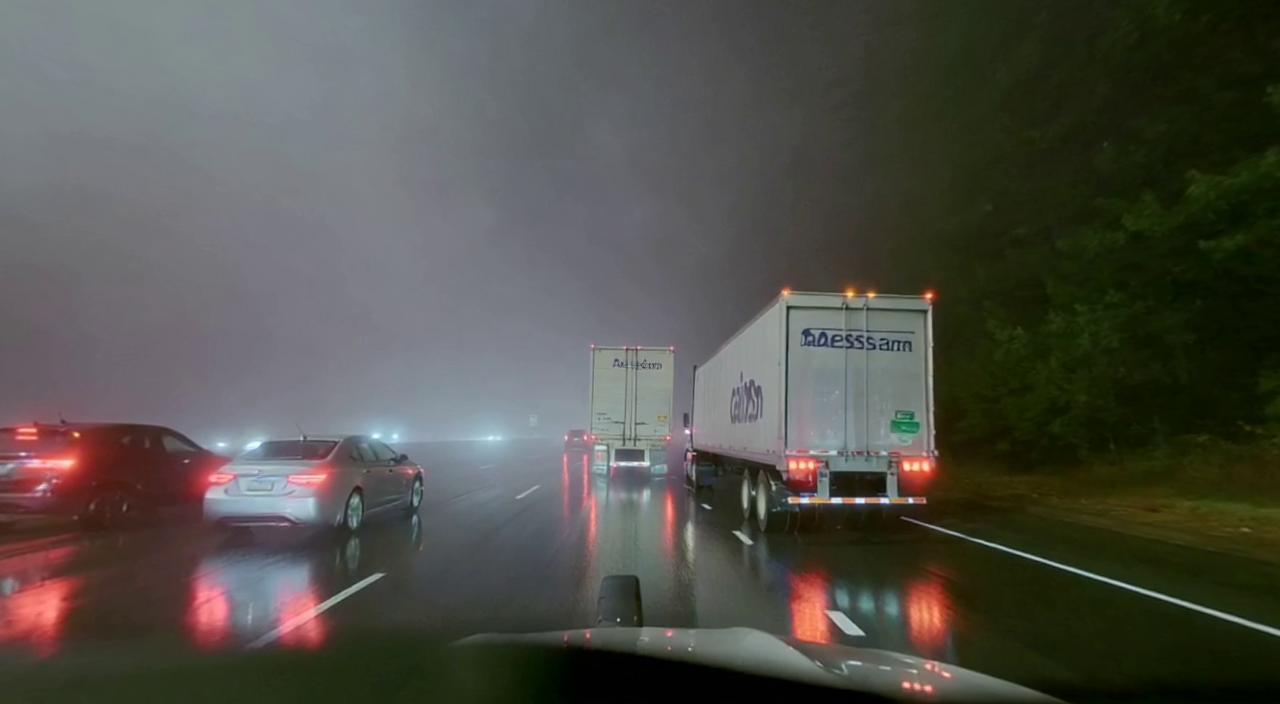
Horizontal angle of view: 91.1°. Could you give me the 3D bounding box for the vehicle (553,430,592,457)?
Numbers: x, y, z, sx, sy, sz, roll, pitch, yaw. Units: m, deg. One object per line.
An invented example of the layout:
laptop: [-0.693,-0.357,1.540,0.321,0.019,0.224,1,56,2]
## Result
vehicle: [-4.334,5.951,40.988,2.104,1.653,4.302,0,-8,0]

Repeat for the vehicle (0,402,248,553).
vehicle: [-7.936,1.667,9.035,1.990,1.654,4.129,0,-8,-1]

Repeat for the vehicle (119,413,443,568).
vehicle: [-4.103,1.609,8.095,1.933,1.492,3.838,0,-8,-1]

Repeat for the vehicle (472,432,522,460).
vehicle: [-8.398,5.568,37.393,1.976,1.510,4.604,0,-8,-1]

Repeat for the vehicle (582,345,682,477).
vehicle: [-0.329,2.532,25.036,3.118,4.106,10.719,0,-8,-1]
